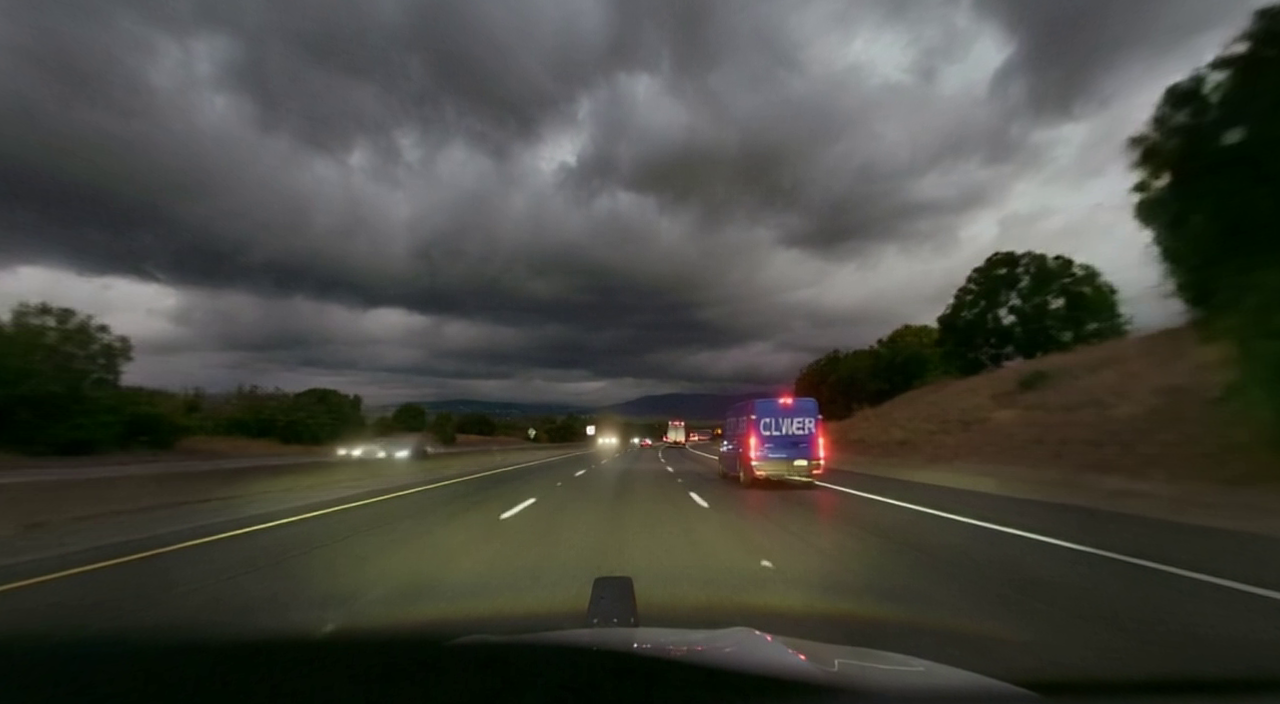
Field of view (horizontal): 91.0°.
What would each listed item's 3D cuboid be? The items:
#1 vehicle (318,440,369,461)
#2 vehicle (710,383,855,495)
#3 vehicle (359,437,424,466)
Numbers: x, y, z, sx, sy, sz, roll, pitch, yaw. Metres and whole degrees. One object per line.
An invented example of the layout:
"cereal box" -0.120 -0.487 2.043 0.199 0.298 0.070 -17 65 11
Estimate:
"vehicle" -21.788 7.210 46.354 1.803 1.472 3.887 -1 -8 1
"vehicle" 3.602 2.392 17.360 2.485 2.562 5.535 0 -8 -2
"vehicle" -14.006 5.612 35.773 1.965 1.529 4.212 0 -8 0
